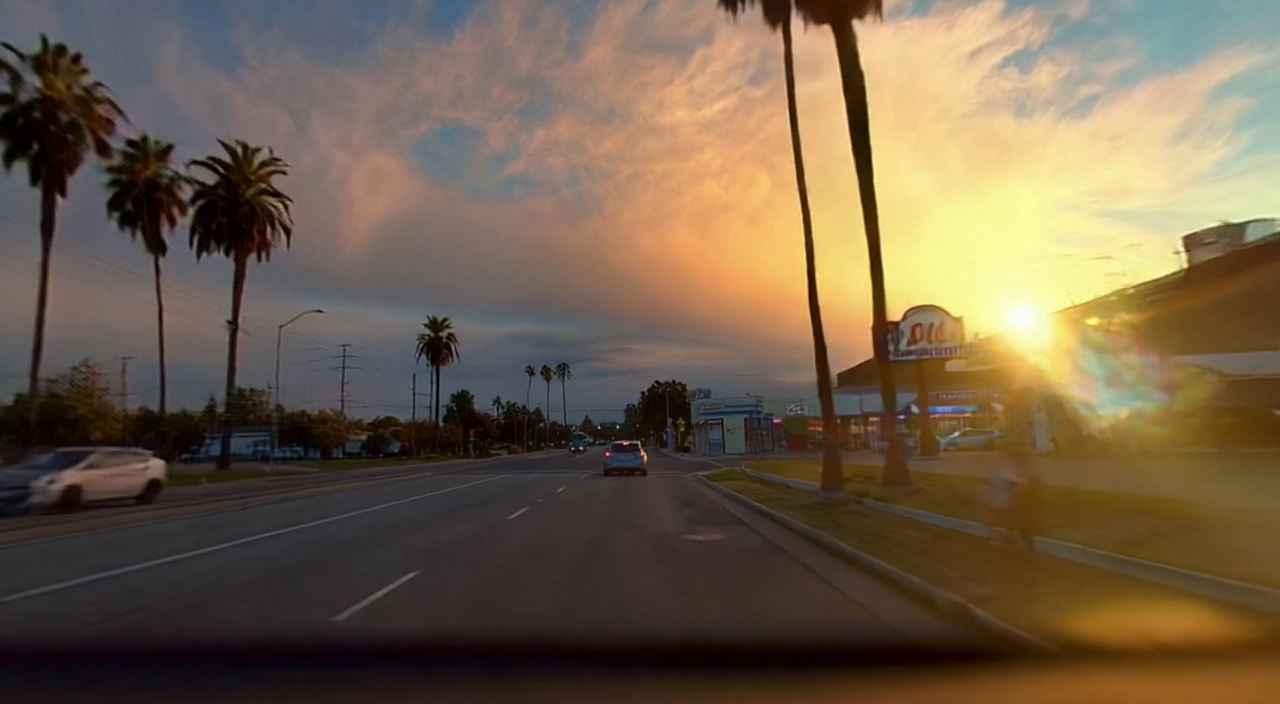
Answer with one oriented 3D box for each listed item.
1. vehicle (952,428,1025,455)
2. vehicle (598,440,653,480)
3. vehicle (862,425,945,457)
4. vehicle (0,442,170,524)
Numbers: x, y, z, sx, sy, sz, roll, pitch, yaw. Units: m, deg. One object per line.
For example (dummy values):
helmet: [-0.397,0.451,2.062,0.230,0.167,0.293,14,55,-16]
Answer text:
vehicle: [24.606,6.310,44.627,4.025,1.827,1.852,0,-9,-3]
vehicle: [-0.574,4.374,25.891,2.076,1.486,4.119,0,-8,-1]
vehicle: [18.470,6.267,44.447,4.747,2.178,2.336,0,-9,-3]
vehicle: [-14.416,3.115,15.694,2.026,1.722,4.463,0,-9,-1]
